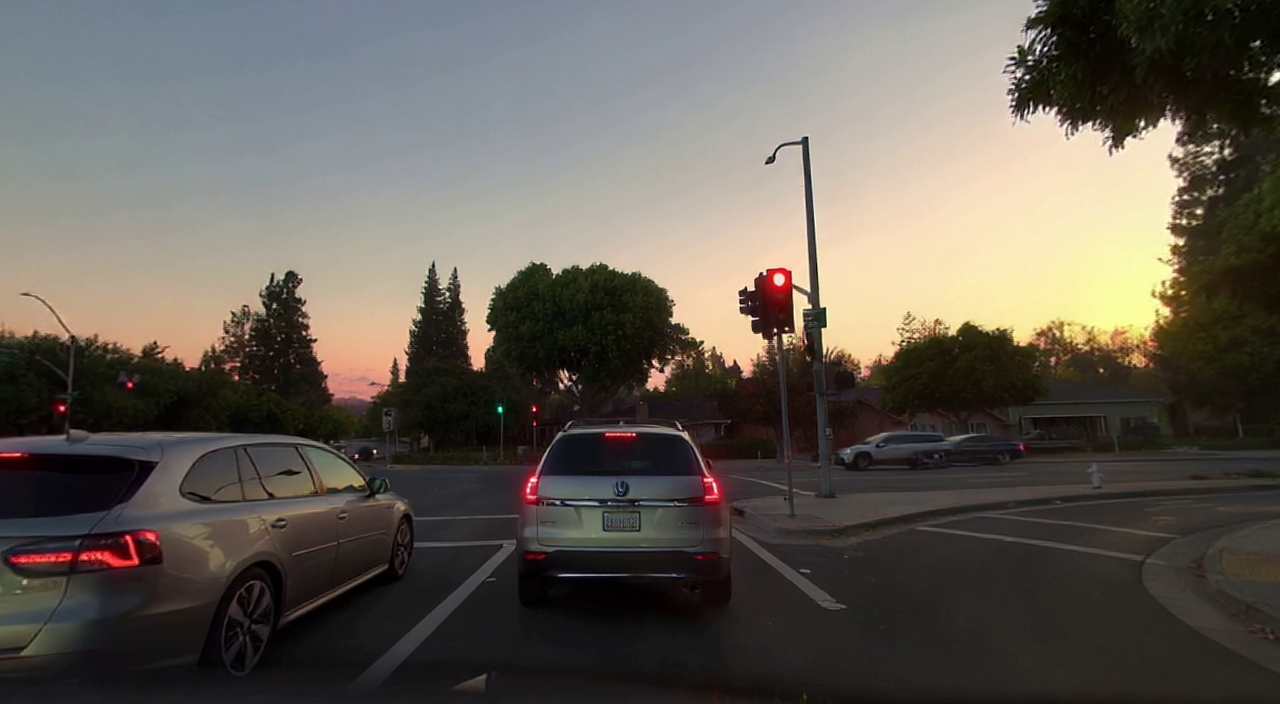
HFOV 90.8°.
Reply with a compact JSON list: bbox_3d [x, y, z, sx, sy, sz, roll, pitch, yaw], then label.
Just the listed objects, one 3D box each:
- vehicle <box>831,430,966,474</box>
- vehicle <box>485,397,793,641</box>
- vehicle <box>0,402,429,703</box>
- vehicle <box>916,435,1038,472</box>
[{"bbox_3d":[10.898,4.250,26.981,4.887,1.769,2.035,-1,-9,6],"label":"vehicle"},{"bbox_3d":[-0.146,1.472,6.563,2.154,1.670,4.140,1,-9,-4],"label":"vehicle"},{"bbox_3d":[-3.299,1.273,4.710,2.035,1.492,4.415,0,-9,-2],"label":"vehicle"},{"bbox_3d":[15.821,4.786,29.882,4.639,1.621,1.867,-1,-9,6],"label":"vehicle"}]
